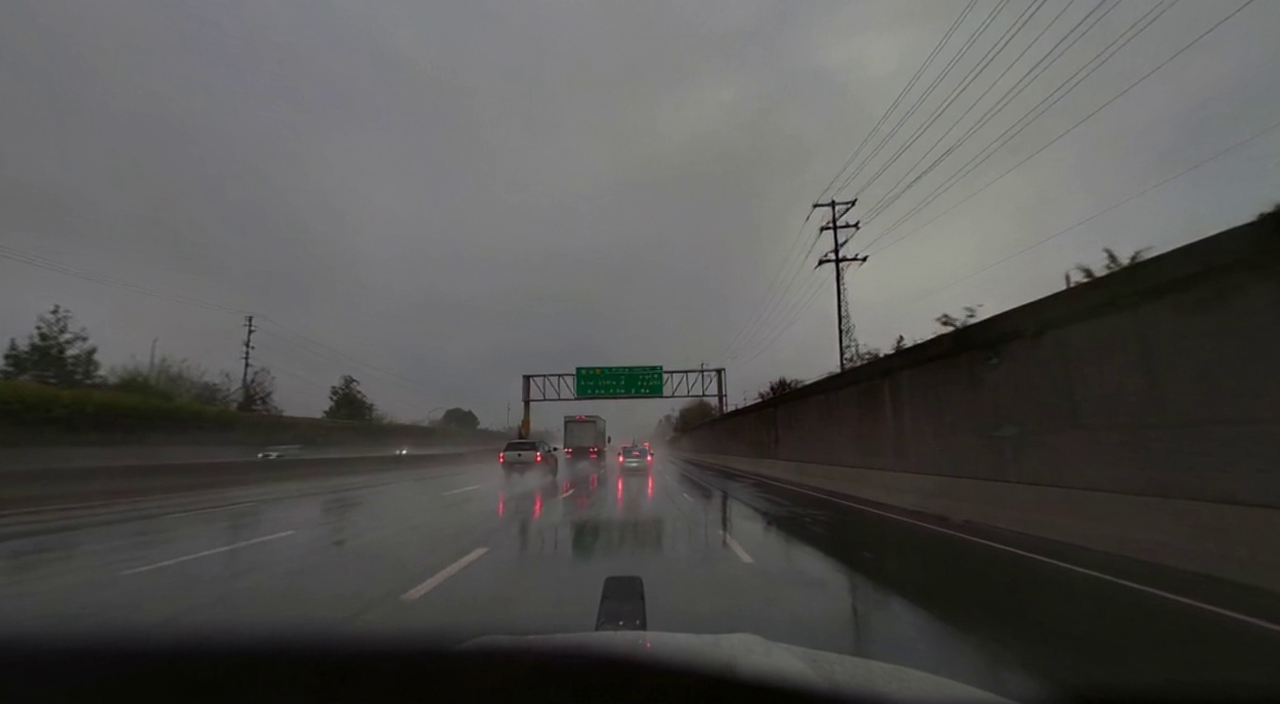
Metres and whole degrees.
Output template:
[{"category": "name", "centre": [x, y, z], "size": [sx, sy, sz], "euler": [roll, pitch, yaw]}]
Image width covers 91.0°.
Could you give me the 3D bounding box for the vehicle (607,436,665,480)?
[{"category": "vehicle", "centre": [-0.142, 4.293, 25.803], "size": [2.178, 1.640, 4.071], "euler": [0, -9, 0]}]

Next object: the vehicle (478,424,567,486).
[{"category": "vehicle", "centre": [-3.861, 3.492, 21.542], "size": [2.109, 1.840, 4.614], "euler": [0, -9, 0]}]

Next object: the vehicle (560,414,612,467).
[{"category": "vehicle", "centre": [-3.635, 6.316, 44.705], "size": [2.956, 3.331, 9.575], "euler": [0, -9, -1]}]
